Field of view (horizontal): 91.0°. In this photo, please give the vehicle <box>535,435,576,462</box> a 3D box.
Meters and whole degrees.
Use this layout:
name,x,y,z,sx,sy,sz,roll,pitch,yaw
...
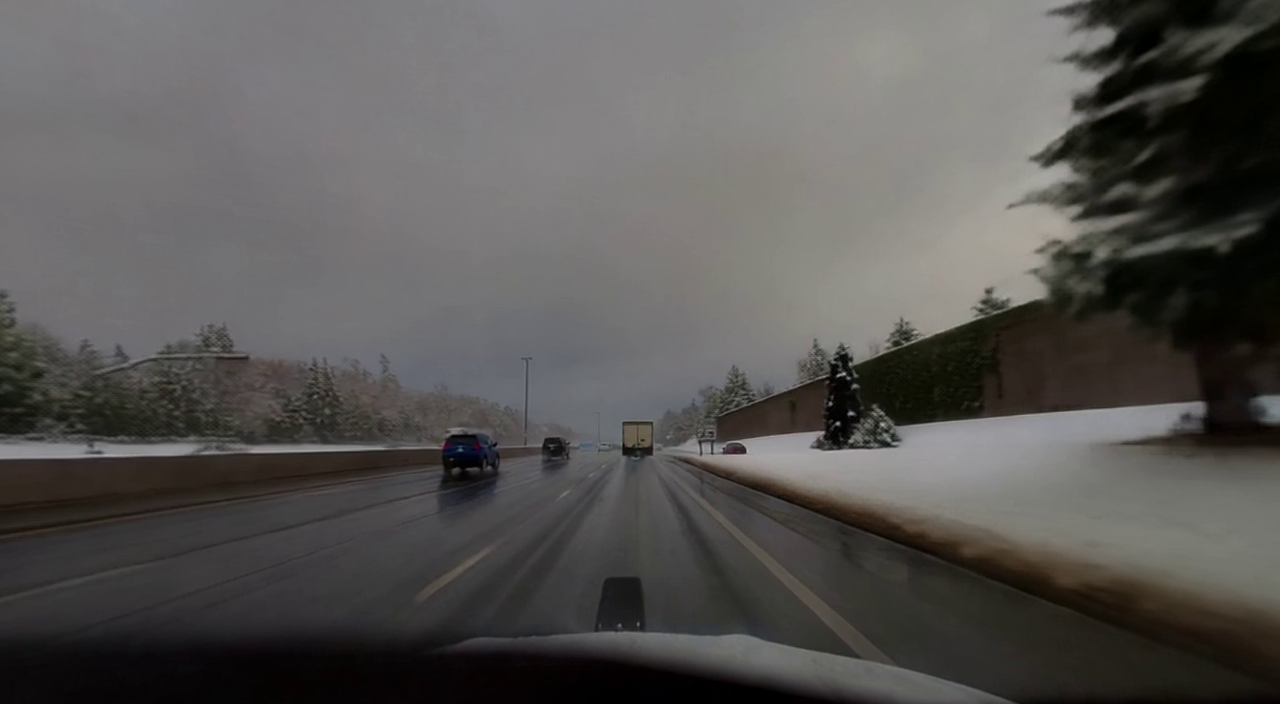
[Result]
name,x,y,z,sx,sy,sz,roll,pitch,yaw
vehicle,-6.600,7.665,49.999,2.502,1.997,5.697,0,-9,0

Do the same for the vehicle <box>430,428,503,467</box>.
name,x,y,z,sx,sy,sz,roll,pitch,yaw
vehicle,-10.510,5.898,38.911,2.571,2.169,6.443,0,-9,1

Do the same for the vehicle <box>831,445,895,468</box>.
name,x,y,z,sx,sy,sz,roll,pitch,yaw
vehicle,15.020,7.062,42.710,2.075,1.510,4.569,2,-9,-10
